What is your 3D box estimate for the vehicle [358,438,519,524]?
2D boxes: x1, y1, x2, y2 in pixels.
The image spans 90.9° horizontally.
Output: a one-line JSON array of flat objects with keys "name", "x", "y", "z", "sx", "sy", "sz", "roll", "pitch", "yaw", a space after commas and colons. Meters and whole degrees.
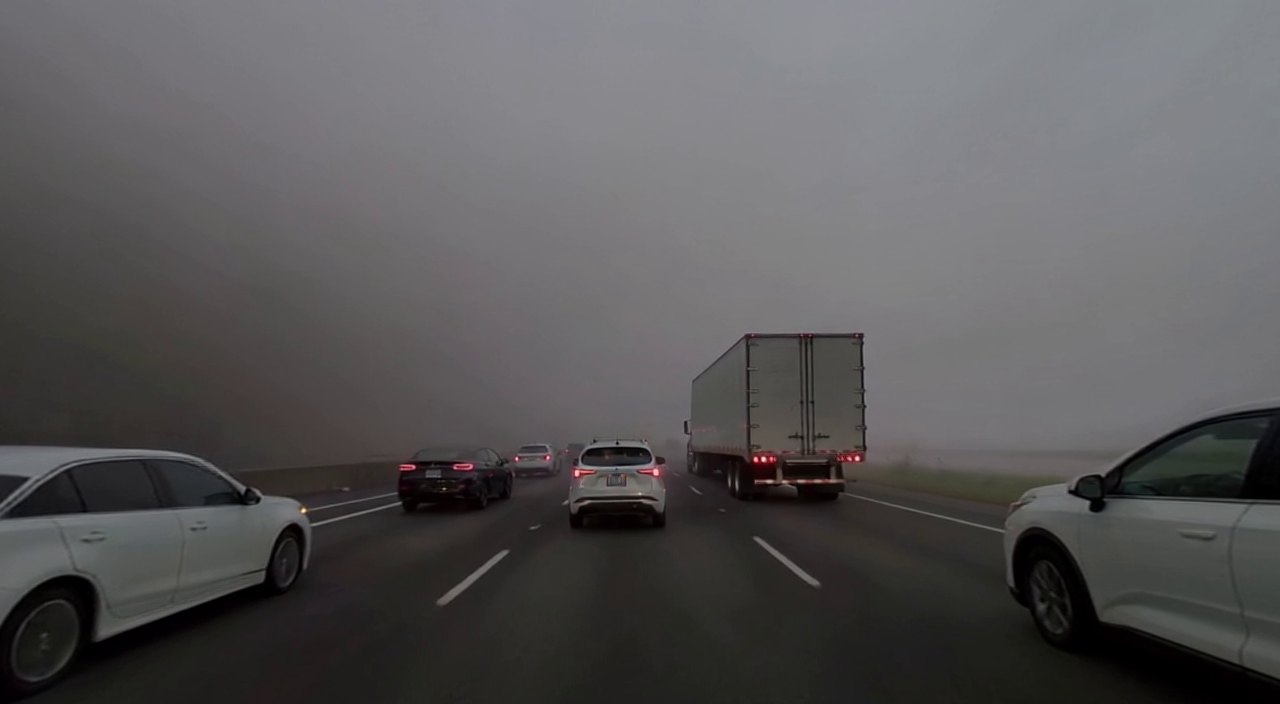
[{"name": "vehicle", "x": -3.983, "y": 2.621, "z": 13.330, "sx": 1.923, "sy": 1.503, "sz": 4.293, "roll": 0, "pitch": -9, "yaw": 1}]

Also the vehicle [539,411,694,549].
[{"name": "vehicle", "x": -0.315, "y": 2.012, "z": 10.466, "sx": 2.037, "sy": 1.792, "sz": 4.194, "roll": 0, "pitch": -9, "yaw": 0}]

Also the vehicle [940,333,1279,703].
[{"name": "vehicle", "x": 3.645, "y": 0.884, "z": 3.059, "sx": 2.076, "sy": 1.751, "sz": 4.666, "roll": 0, "pitch": -9, "yaw": 1}]

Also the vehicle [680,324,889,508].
[{"name": "vehicle", "x": 3.673, "y": 2.584, "z": 21.796, "sx": 3.186, "sy": 4.111, "sz": 15.553, "roll": 0, "pitch": -9, "yaw": -1}]

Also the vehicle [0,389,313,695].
[{"name": "vehicle", "x": -4.317, "y": 1.202, "z": 4.561, "sx": 1.789, "sy": 1.620, "sz": 3.841, "roll": 0, "pitch": -9, "yaw": 0}]
